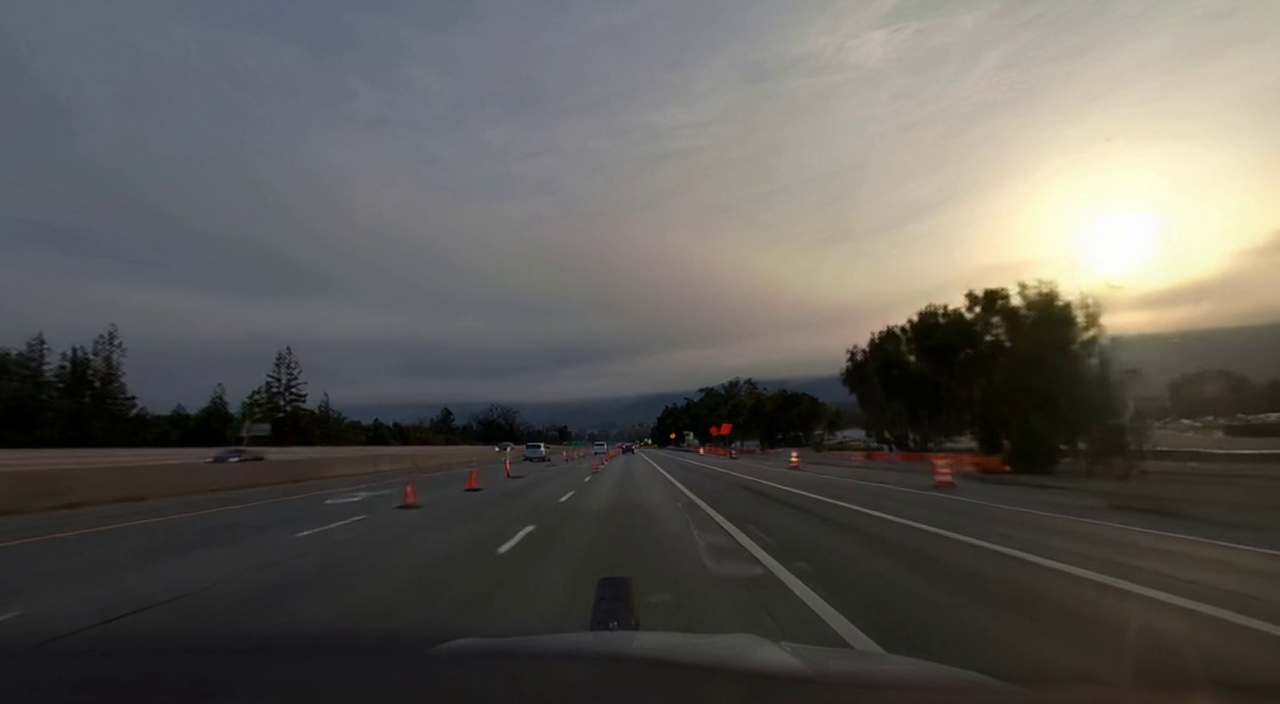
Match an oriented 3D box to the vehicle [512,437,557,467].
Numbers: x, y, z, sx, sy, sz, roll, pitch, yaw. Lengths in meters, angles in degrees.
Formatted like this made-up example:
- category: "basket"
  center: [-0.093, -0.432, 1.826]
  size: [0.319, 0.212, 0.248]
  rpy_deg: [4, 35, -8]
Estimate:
- category: "vehicle"
  center: [-6.497, 6.215, 39.259]
  size: [2.036, 1.758, 4.529]
  rpy_deg: [0, -9, 0]
